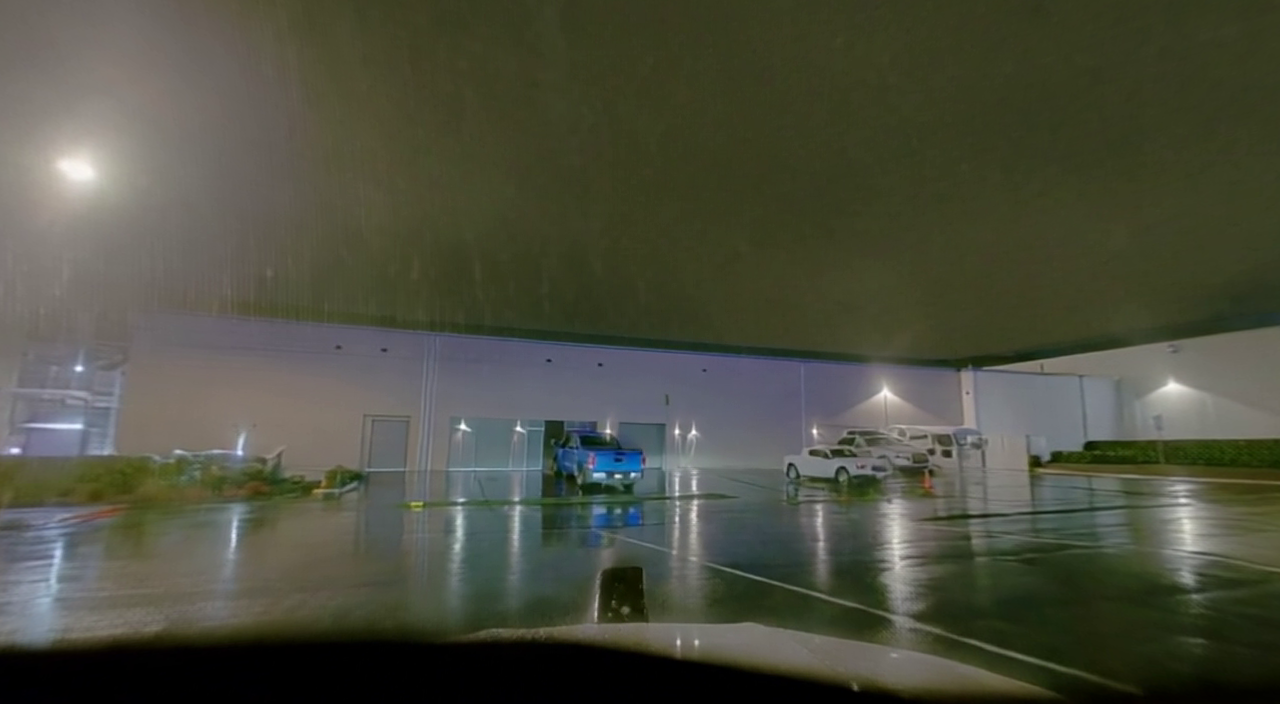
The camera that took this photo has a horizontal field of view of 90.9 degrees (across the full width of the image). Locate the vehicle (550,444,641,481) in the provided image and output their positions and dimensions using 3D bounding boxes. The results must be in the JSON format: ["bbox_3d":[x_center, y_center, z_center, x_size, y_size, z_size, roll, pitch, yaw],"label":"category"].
[{"bbox_3d":[-2.700,6.608,38.058,5.207,2.103,1.997,2,-9,-15],"label":"vehicle"}]

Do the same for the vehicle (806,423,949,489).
[{"bbox_3d":[11.591,5.088,30.861,6.271,3.004,2.298,3,-11,-17],"label":"vehicle"}]
